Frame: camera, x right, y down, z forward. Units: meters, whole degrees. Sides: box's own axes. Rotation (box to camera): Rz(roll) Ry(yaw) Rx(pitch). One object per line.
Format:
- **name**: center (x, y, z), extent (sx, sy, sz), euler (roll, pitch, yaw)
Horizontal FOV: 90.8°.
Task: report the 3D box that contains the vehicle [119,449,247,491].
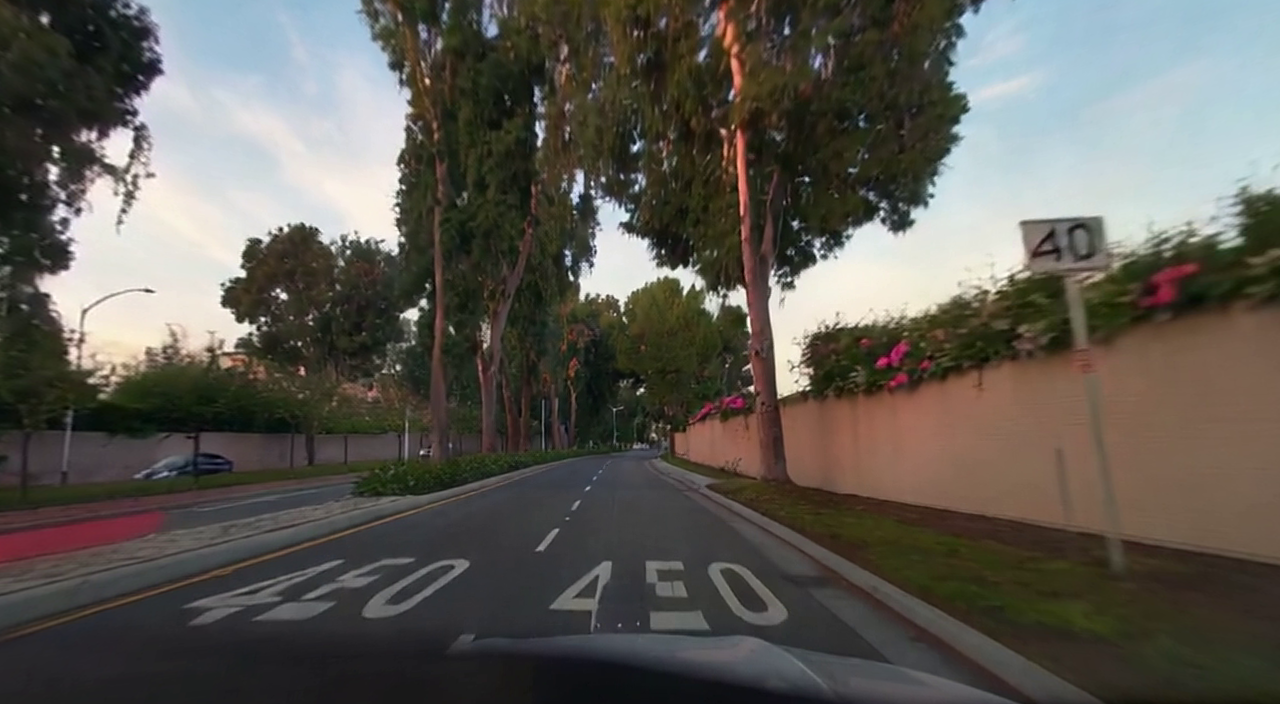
- **vehicle**: center (-16.978, 4.366, 23.745), extent (1.827, 1.404, 4.141), euler (1, -8, -3)
